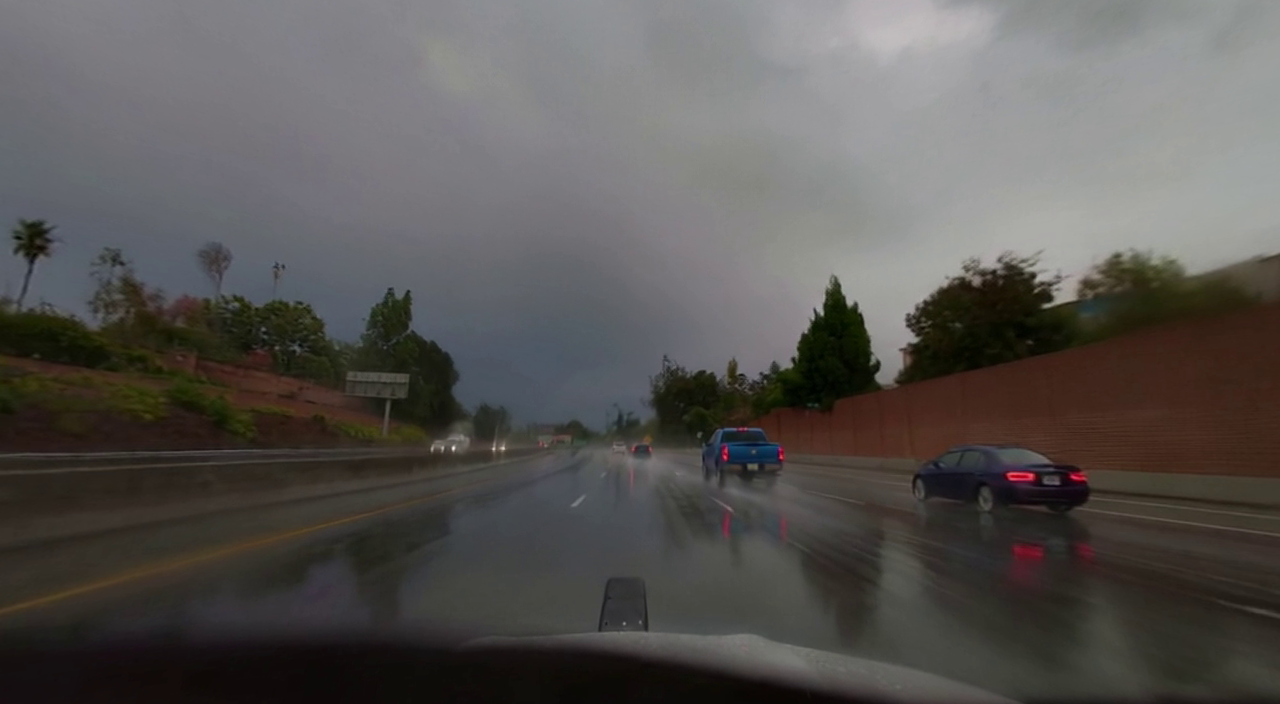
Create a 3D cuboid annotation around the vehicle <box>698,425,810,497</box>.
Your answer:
[{"bbox_3d":[3.376,3.385,20.039,2.374,1.952,5.431,0,-8,-2],"label":"vehicle"}]

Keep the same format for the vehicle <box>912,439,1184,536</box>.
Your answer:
[{"bbox_3d":[7.478,2.493,12.398,1.976,1.485,4.925,0,-8,-1],"label":"vehicle"}]
